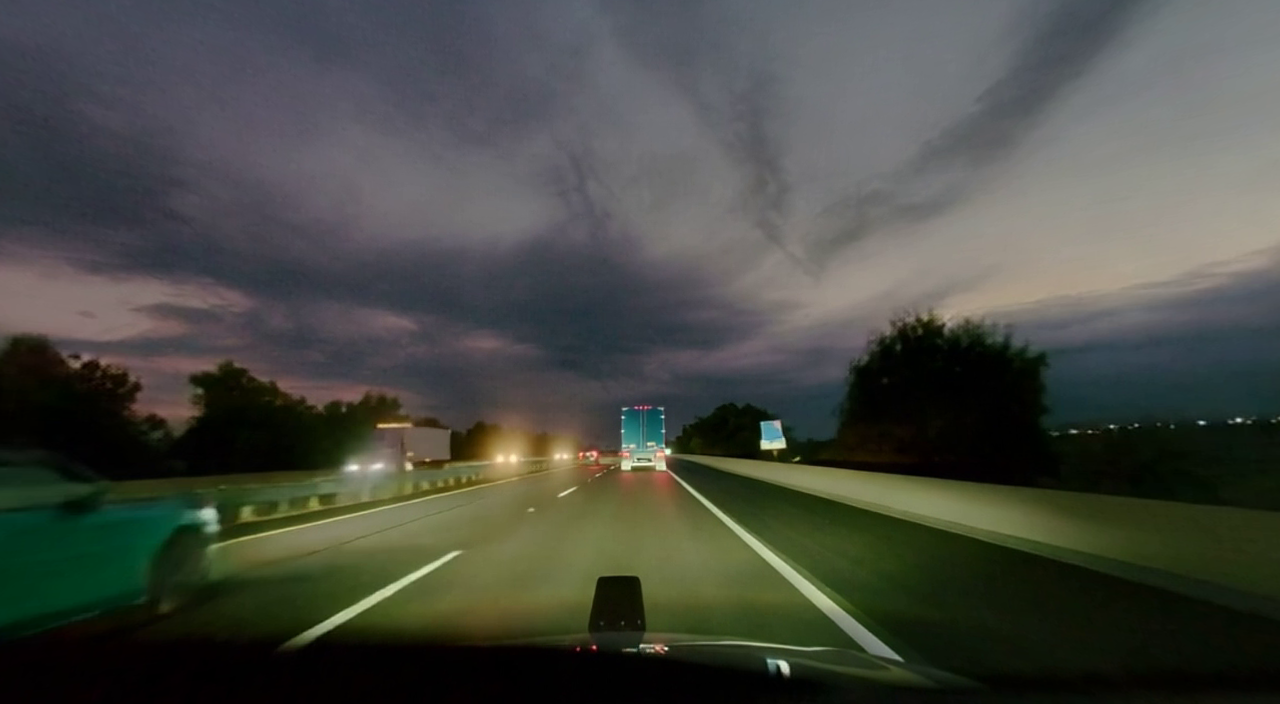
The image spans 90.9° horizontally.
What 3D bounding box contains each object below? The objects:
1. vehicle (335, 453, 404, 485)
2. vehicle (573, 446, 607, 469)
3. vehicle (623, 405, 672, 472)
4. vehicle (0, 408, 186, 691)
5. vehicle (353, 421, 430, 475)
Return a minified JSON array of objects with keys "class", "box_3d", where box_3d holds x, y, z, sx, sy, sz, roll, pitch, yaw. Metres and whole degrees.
[{"class":"vehicle","box_3d":[-13.256,5.743,31.123,1.660,1.399,3.788,0,-9,1]},{"class":"vehicle","box_3d":[-3.654,7.759,46.463,2.063,1.583,4.049,0,-9,1]},{"class":"vehicle","box_3d":[0.497,5.888,42.467,2.899,3.966,10.053,0,-9,1]},{"class":"vehicle","box_3d":[-4.546,0.937,2.498,2.051,1.538,4.569,0,-9,0]},{"class":"vehicle","box_3d":[-17.545,6.834,44.962,2.958,3.590,6.128,0,-9,0]}]
